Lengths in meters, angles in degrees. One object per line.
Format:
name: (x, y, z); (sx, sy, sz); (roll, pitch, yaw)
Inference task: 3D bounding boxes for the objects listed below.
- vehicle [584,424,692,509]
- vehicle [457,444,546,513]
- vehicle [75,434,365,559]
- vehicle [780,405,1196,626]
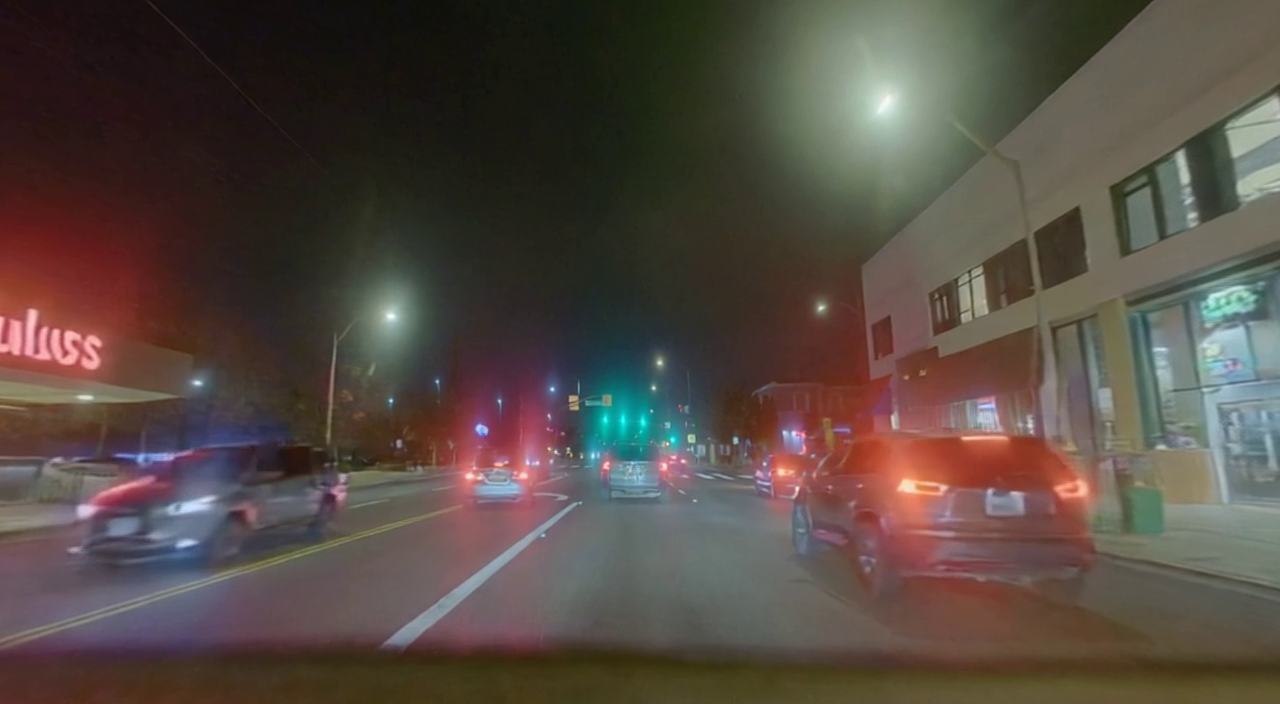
vehicle: (-0.076, 3.207, 18.215); (2.638, 2.065, 5.313); (0, -8, 0)
vehicle: (-3.638, 3.262, 16.912); (1.975, 1.570, 4.456); (1, -8, -11)
vehicle: (-6.938, 2.371, 11.207); (2.121, 1.746, 4.402); (0, -8, 0)
vehicle: (3.363, 1.665, 7.527); (2.276, 1.787, 4.630); (0, -8, 0)
